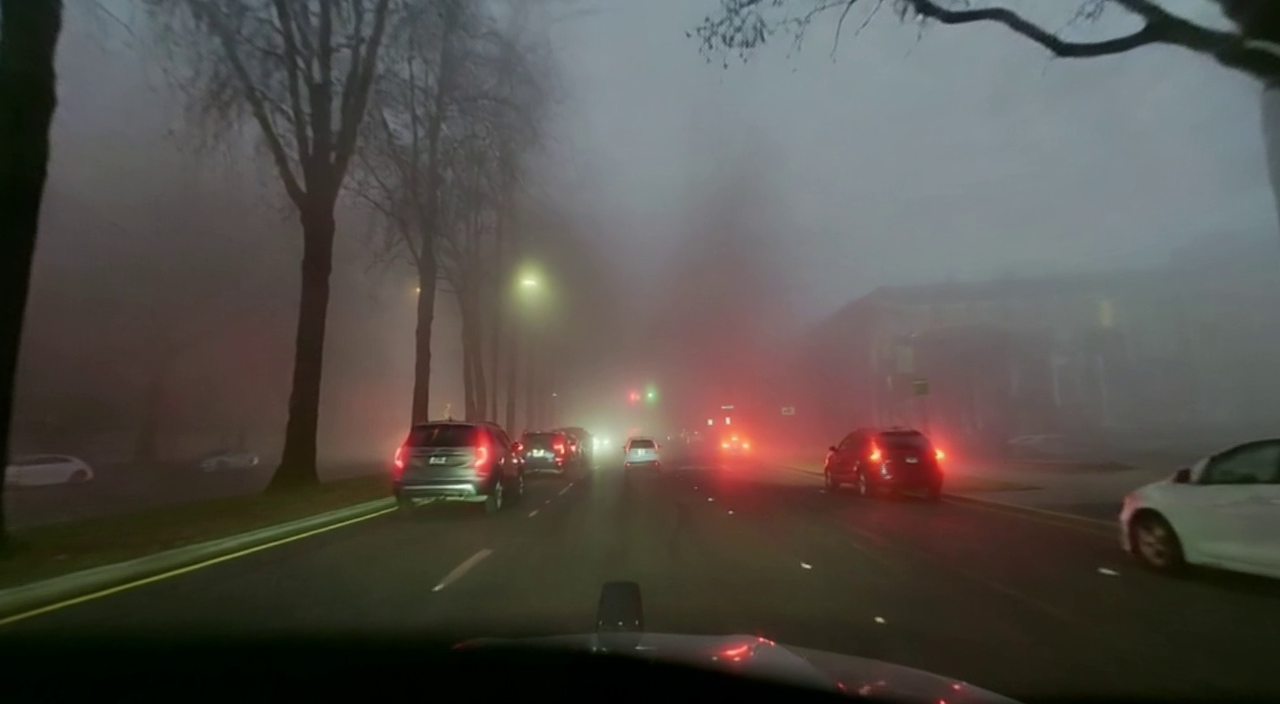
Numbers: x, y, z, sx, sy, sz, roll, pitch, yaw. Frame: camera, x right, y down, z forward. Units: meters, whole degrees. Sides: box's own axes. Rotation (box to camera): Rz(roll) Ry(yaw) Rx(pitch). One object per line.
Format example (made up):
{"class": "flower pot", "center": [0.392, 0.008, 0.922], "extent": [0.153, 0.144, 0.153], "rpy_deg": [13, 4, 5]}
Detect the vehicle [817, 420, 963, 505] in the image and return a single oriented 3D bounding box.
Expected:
{"class": "vehicle", "center": [6.388, 2.868, 16.799], "extent": [1.997, 1.943, 4.409], "rpy_deg": [0, -8, -1]}

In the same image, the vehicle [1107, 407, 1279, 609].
{"class": "vehicle", "center": [6.630, 1.341, 5.424], "extent": [2.164, 1.727, 3.955], "rpy_deg": [0, -8, 0]}

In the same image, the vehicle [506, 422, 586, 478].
{"class": "vehicle", "center": [-3.577, 3.886, 25.134], "extent": [2.487, 1.978, 4.628], "rpy_deg": [0, -8, 0]}

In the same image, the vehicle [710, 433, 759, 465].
{"class": "vehicle", "center": [5.951, 6.221, 40.486], "extent": [2.300, 1.903, 4.579], "rpy_deg": [0, -8, -2]}

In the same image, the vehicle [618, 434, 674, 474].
{"class": "vehicle", "center": [0.189, 4.387, 27.385], "extent": [2.201, 1.589, 3.843], "rpy_deg": [0, -8, -3]}

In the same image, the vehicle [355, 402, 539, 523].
{"class": "vehicle", "center": [-3.550, 2.164, 12.837], "extent": [2.223, 1.957, 4.845], "rpy_deg": [0, -8, 0]}

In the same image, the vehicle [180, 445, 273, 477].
{"class": "vehicle", "center": [-22.452, 5.921, 34.553], "extent": [2.148, 1.607, 4.428], "rpy_deg": [0, -8, -1]}

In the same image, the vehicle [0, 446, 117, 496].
{"class": "vehicle", "center": [-22.212, 4.307, 23.240], "extent": [1.910, 1.632, 4.624], "rpy_deg": [0, -8, 0]}
